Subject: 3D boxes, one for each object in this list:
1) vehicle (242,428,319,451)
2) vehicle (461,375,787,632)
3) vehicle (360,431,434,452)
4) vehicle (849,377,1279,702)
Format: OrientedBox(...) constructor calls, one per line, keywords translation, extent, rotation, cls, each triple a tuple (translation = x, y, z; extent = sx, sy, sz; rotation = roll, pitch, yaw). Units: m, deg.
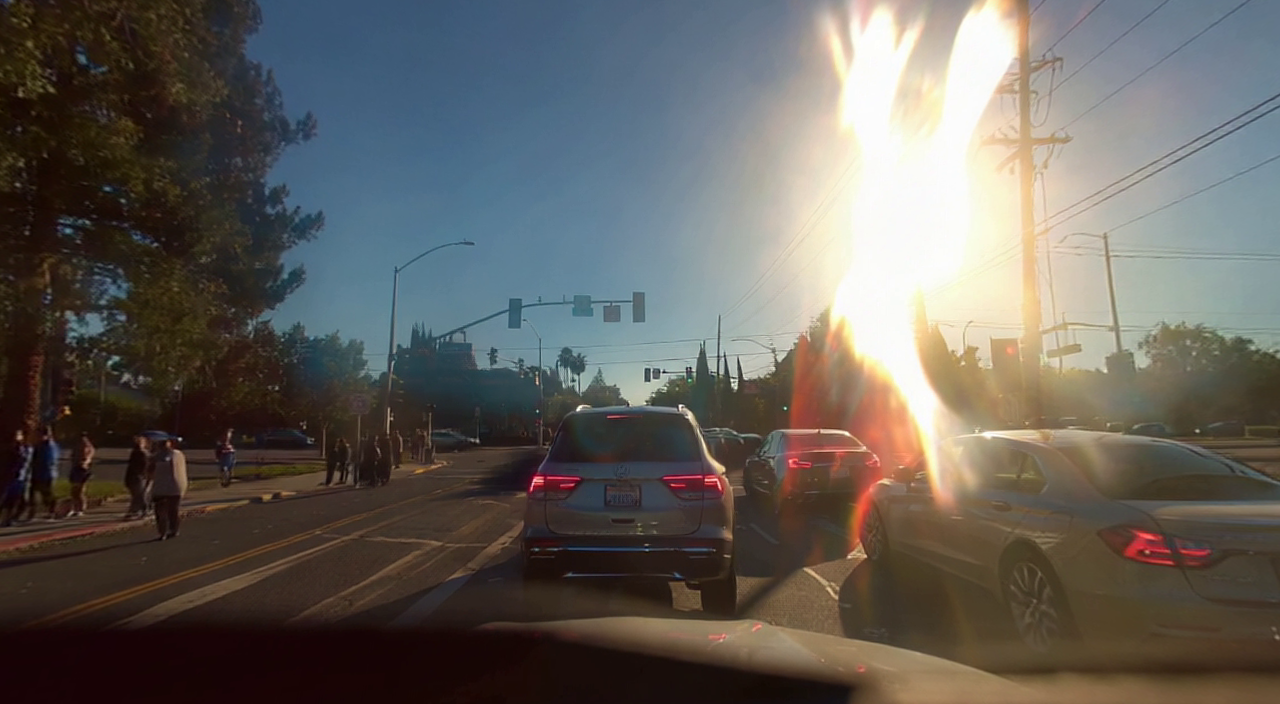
OrientedBox(translation=(-26.868, 6.533, 47.193), extent=(4.587, 1.639, 1.878), rotation=(0, -8, 1), cls="vehicle")
OrientedBox(translation=(-0.160, 1.379, 6.714), extent=(2.271, 1.786, 4.443), rotation=(0, -8, -1), cls="vehicle")
OrientedBox(translation=(-17.780, 6.562, 46.352), extent=(4.607, 1.478, 1.995), rotation=(0, -8, 0), cls="vehicle")
OrientedBox(translation=(3.540, 1.291, 5.555), extent=(1.948, 1.677, 4.437), rotation=(0, -8, 1), cls="vehicle")
